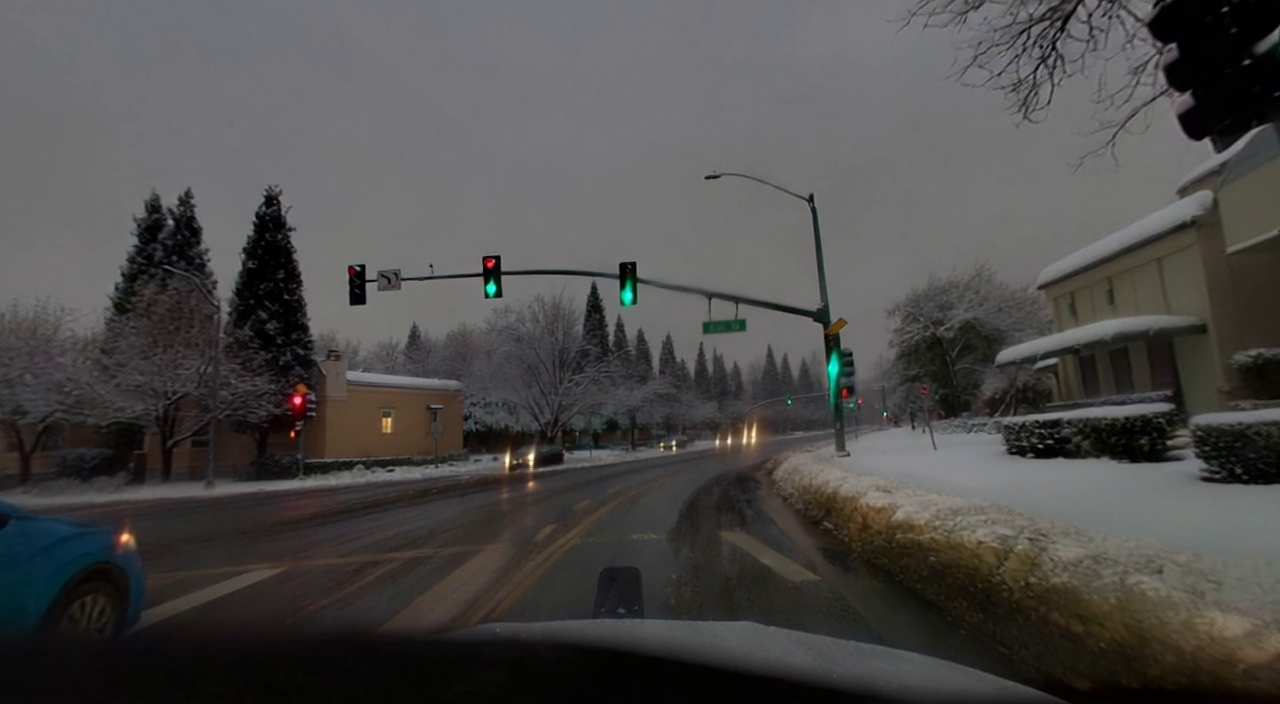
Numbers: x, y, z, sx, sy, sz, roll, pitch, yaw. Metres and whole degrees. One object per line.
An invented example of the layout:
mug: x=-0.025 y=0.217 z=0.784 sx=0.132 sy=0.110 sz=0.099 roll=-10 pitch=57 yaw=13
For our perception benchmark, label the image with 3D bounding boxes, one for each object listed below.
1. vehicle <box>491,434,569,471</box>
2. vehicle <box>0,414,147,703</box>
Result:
vehicle: x=-5.702 y=5.307 z=33.460 sx=2.181 sy=1.792 sz=4.648 roll=-3 pitch=-9 yaw=16
vehicle: x=-3.339 y=0.732 z=0.638 sx=2.071 sy=1.482 sz=4.446 roll=0 pitch=-9 yaw=0
